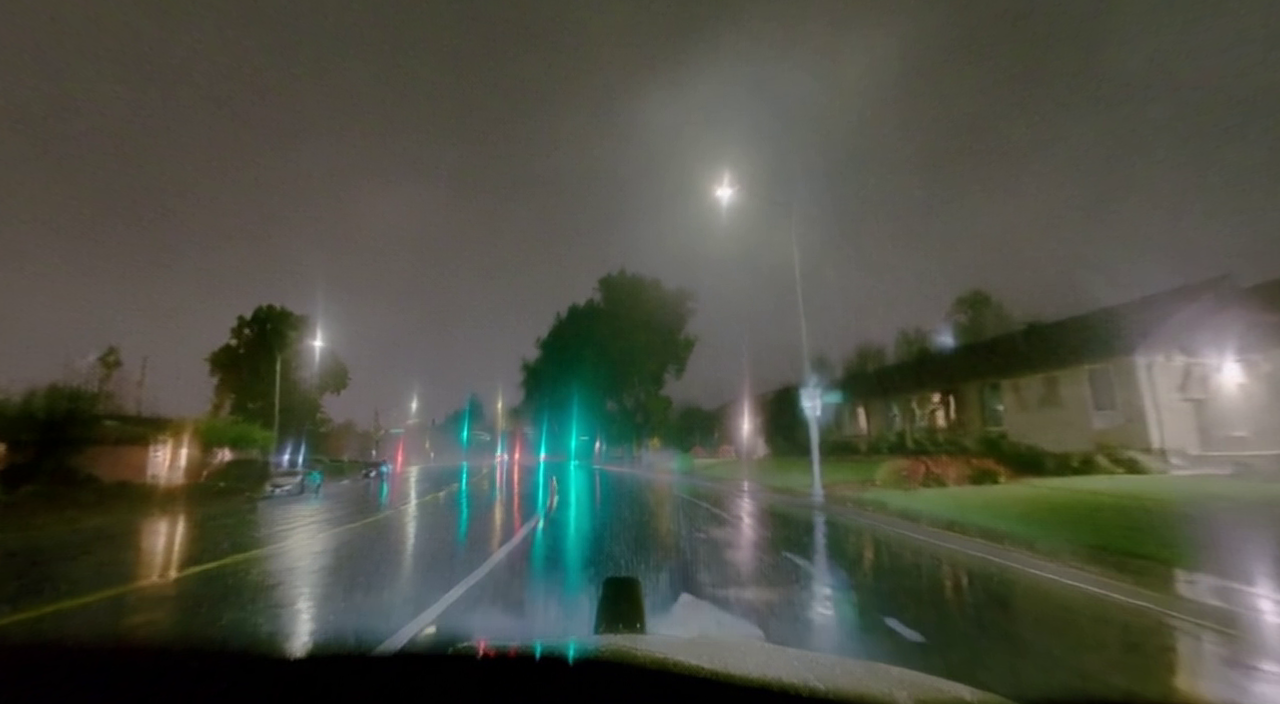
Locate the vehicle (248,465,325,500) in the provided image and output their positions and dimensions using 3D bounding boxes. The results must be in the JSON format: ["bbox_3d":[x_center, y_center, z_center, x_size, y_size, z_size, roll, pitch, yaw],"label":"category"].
[{"bbox_3d":[-17.375,6.411,31.314,1.911,1.436,4.554,1,-9,-10],"label":"vehicle"}]

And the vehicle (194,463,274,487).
[{"bbox_3d":[-27.230,8.244,42.475,4.024,1.515,1.857,2,-9,-15],"label":"vehicle"}]
